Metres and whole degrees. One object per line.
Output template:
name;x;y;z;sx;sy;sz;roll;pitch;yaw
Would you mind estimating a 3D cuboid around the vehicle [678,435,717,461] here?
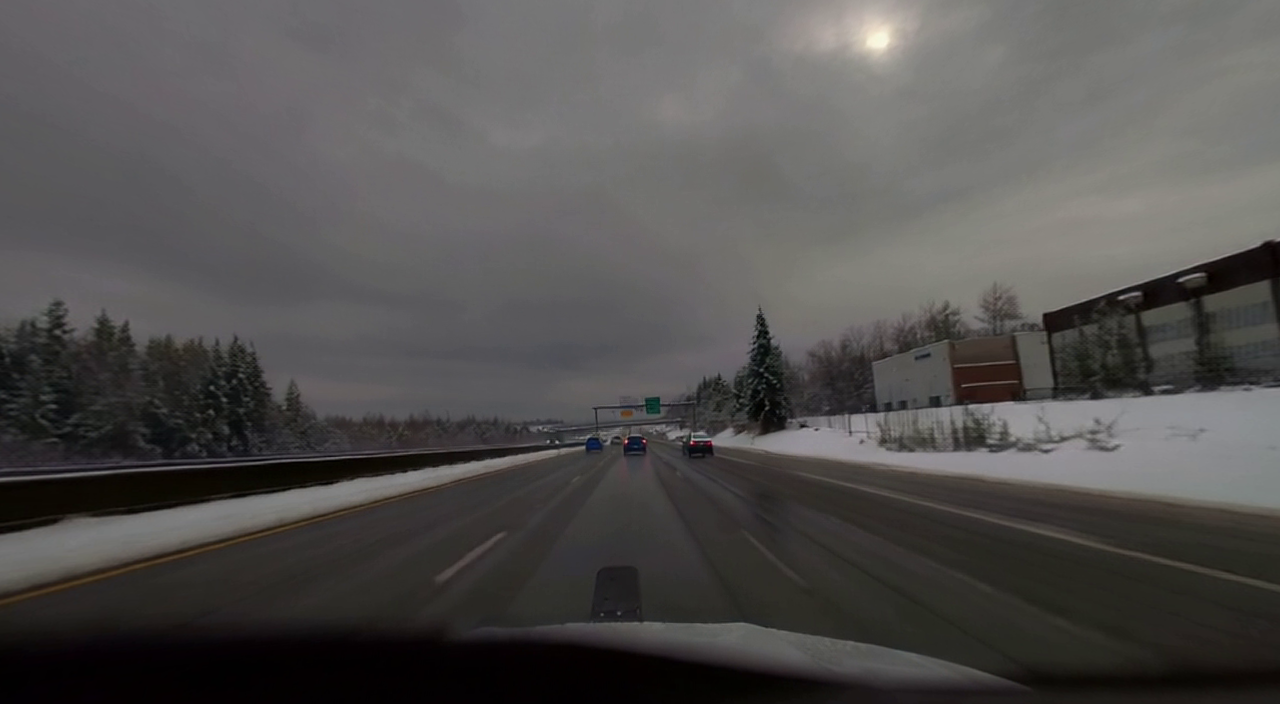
vehicle;3.527;5.961;39.090;1.992;1.532;3.996;0;-8;-1
